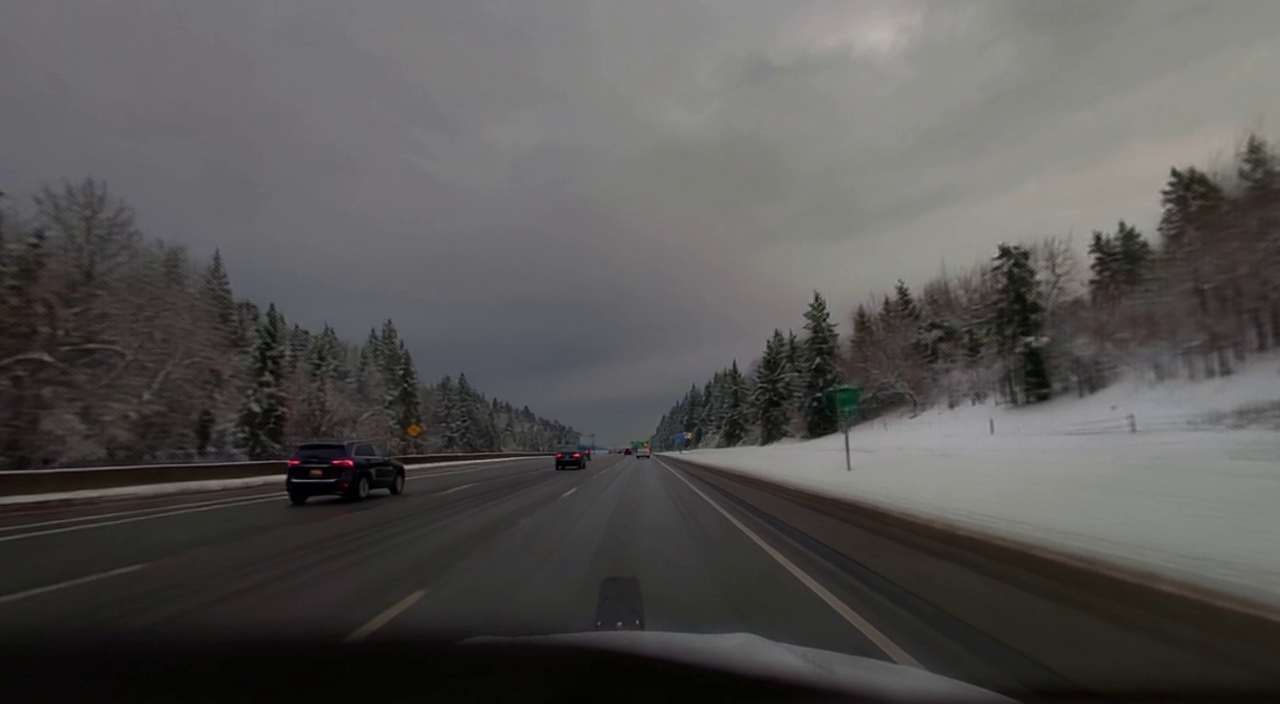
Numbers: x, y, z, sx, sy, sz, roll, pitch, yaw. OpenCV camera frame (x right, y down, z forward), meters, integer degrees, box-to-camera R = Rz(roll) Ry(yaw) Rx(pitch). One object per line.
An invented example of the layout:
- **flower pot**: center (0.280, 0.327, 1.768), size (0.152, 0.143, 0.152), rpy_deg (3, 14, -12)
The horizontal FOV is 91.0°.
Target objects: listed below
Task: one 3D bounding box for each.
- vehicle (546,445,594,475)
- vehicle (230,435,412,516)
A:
- **vehicle**: center (-3.832, 6.032, 35.347), size (2.104, 1.558, 4.639), rpy_deg (0, -9, 1)
- **vehicle**: center (-7.167, 2.805, 14.771), size (2.007, 1.616, 4.141), rpy_deg (0, -9, 1)
